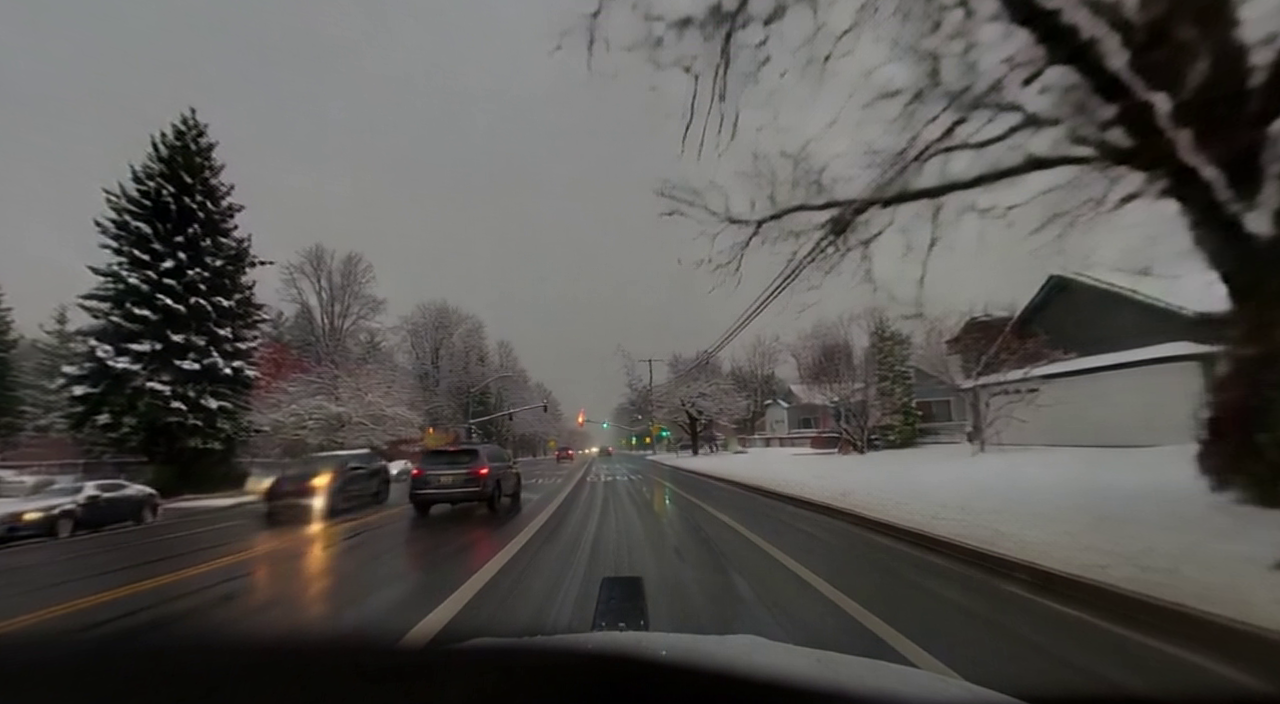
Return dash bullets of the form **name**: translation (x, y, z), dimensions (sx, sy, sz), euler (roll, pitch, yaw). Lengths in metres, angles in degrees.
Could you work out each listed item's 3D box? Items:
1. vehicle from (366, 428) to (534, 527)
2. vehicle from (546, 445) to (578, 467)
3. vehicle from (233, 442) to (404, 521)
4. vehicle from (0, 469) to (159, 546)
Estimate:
- **vehicle**: translation (-3.687, 2.515, 13.324), dimensions (2.084, 1.701, 4.734), euler (0, -8, 0)
- **vehicle**: translation (-5.894, 7.898, 48.152), dimensions (2.060, 1.530, 4.121), euler (1, -8, -3)
- **vehicle**: translation (-7.771, 3.122, 15.858), dimensions (2.087, 1.689, 4.373), euler (0, -8, -2)
- **vehicle**: translation (-14.739, 3.869, 15.938), dimensions (1.845, 1.428, 4.597), euler (-5, -7, -4)
